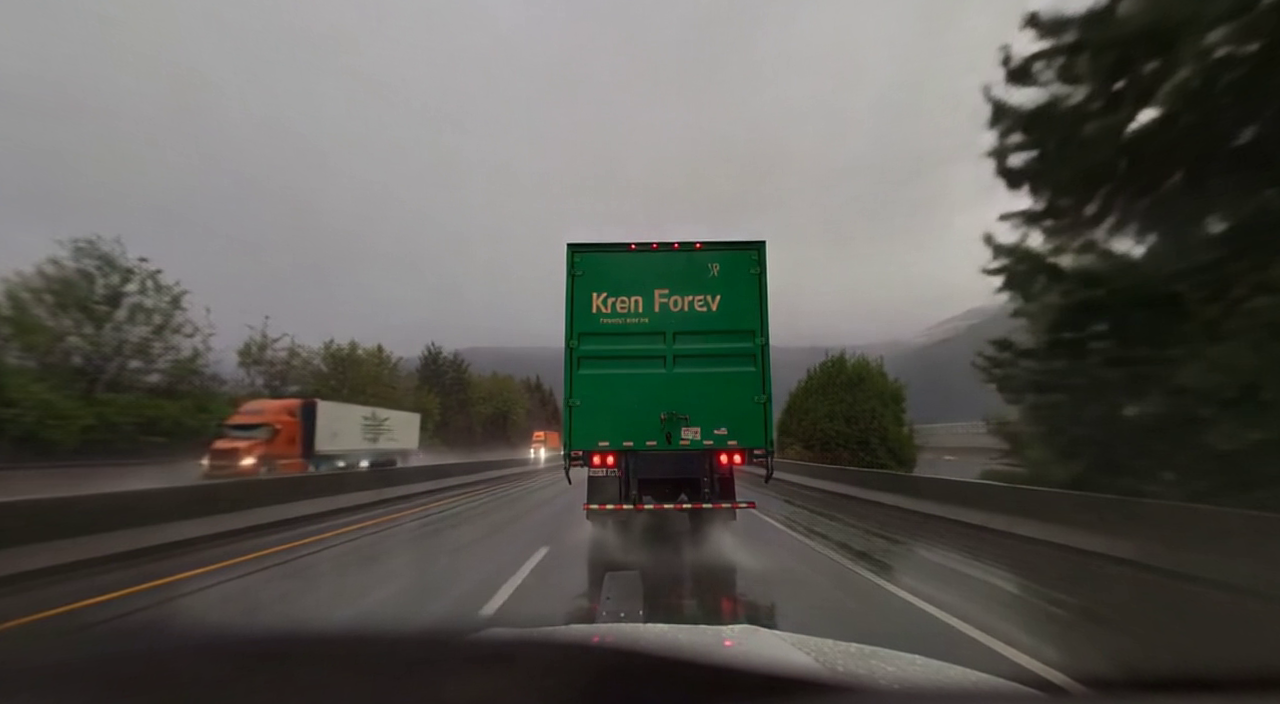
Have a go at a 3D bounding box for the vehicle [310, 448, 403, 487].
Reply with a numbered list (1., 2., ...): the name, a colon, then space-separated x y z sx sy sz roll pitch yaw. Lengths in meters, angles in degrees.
1. vehicle: -12.016 4.900 27.033 1.944 1.486 4.229 0 -9 1

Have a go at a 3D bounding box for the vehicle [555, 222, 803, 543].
1. vehicle: 0.495 1.453 15.683 3.230 4.377 14.405 0 -9 0

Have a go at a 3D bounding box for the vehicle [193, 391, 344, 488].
1. vehicle: -16.460 4.011 28.566 3.001 3.922 5.958 0 -9 1
